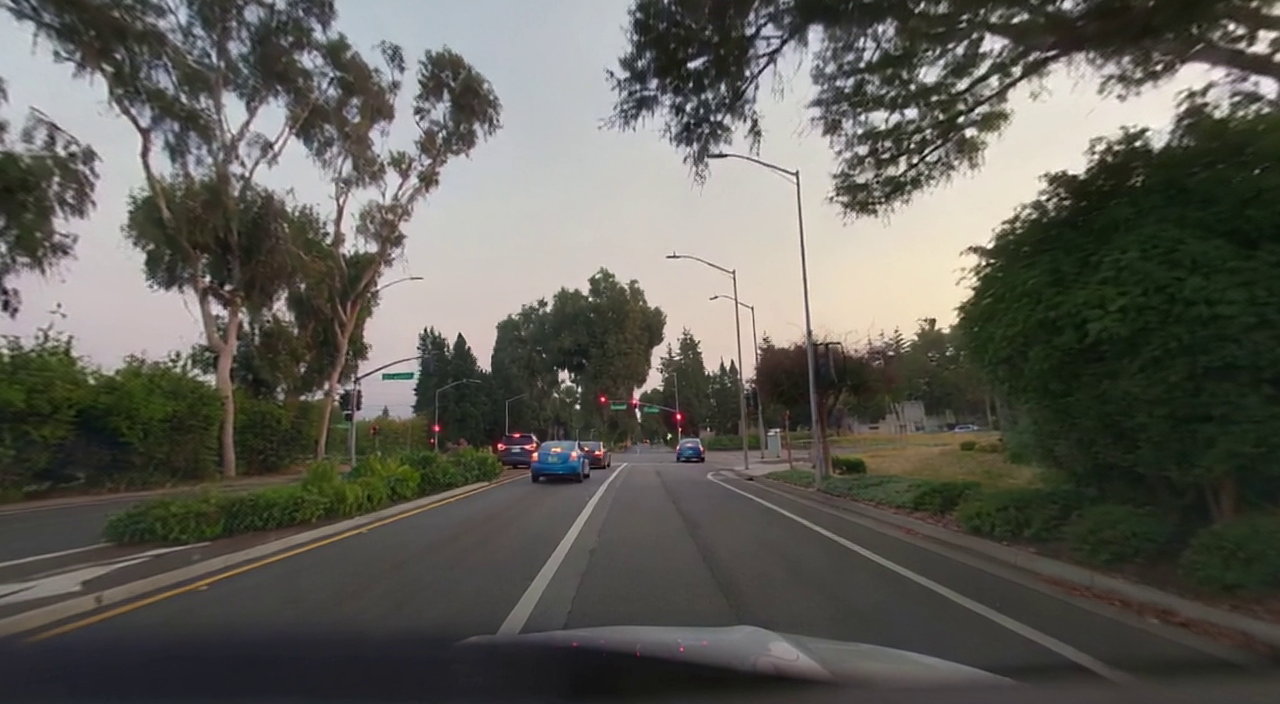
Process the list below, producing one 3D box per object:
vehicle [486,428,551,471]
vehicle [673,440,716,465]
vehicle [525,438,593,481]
[{"bbox_3d":[-6.161,5.064,32.781,2.390,2.020,5.085,0,-9,0],"label":"vehicle"},{"bbox_3d":[3.388,6.139,38.638,1.945,1.410,4.284,-2,-9,14],"label":"vehicle"},{"bbox_3d":[-2.975,4.049,23.981,1.979,1.492,3.930,0,-9,1],"label":"vehicle"}]
